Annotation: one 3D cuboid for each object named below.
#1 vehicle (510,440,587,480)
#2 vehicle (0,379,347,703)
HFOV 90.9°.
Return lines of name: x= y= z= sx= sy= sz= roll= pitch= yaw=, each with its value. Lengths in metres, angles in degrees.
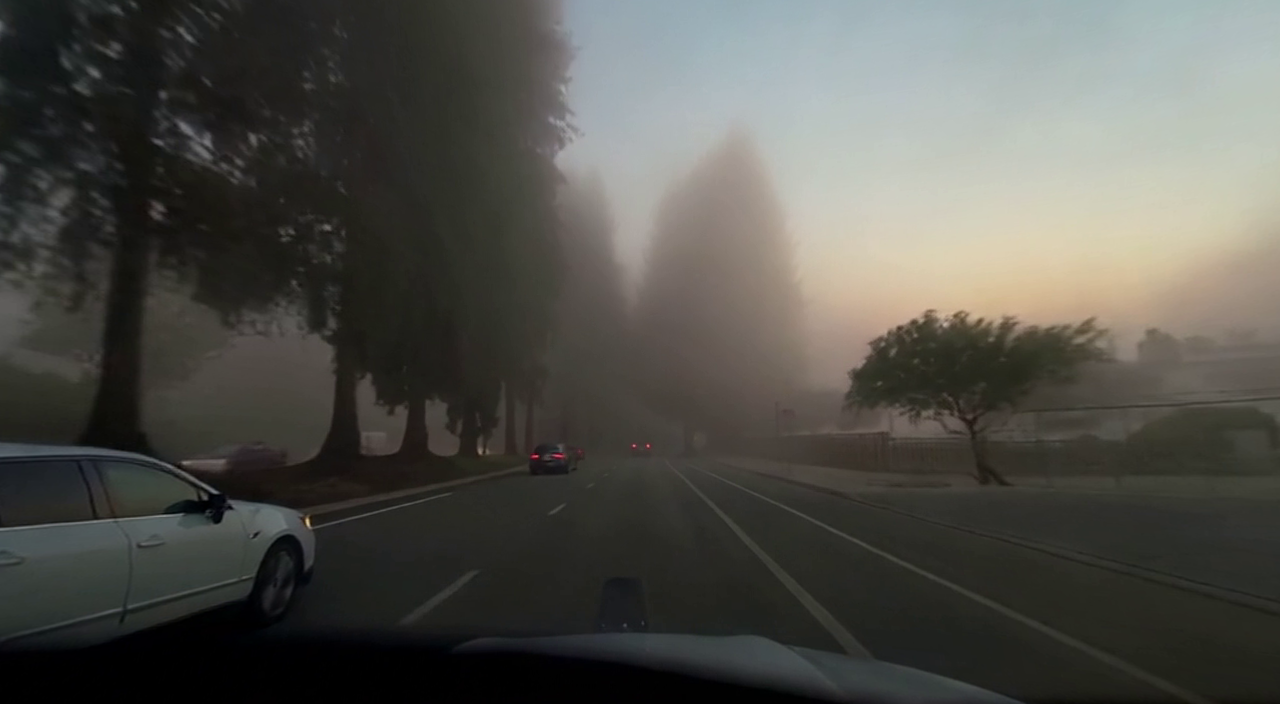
vehicle: x=-3.565 y=4.316 z=25.543 sx=2.188 sy=1.473 sz=4.651 roll=-1 pitch=-8 yaw=3
vehicle: x=-4.113 y=1.028 z=3.809 sx=2.190 sy=1.545 sz=4.943 roll=0 pitch=-8 yaw=2
